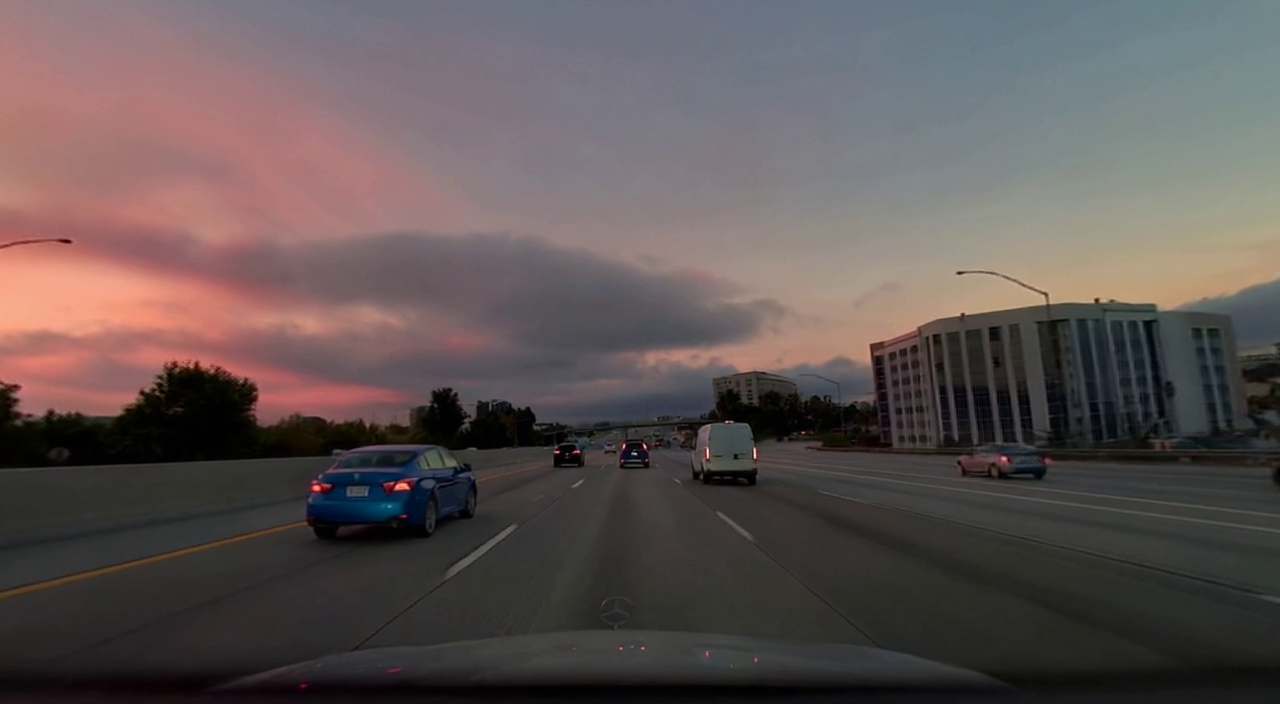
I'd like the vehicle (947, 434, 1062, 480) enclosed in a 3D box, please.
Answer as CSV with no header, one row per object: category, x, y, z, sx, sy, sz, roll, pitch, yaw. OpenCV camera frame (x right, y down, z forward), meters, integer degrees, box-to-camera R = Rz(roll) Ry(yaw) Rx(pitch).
vehicle,15.089,4.382,26.520,2.010,1.721,4.871,0,-9,2

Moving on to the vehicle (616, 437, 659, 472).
vehicle,-0.177,5.552,34.276,2.212,1.786,4.198,0,-9,-1

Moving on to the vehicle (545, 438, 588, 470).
vehicle,-4.497,6.308,39.184,2.109,1.793,4.613,0,-9,0

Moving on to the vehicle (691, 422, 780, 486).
vehicle,3.377,3.799,23.770,2.250,2.074,5.723,0,-9,-2

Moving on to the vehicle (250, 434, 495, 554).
vehicle,-3.840,2.100,10.095,1.991,1.469,4.381,0,-9,0
